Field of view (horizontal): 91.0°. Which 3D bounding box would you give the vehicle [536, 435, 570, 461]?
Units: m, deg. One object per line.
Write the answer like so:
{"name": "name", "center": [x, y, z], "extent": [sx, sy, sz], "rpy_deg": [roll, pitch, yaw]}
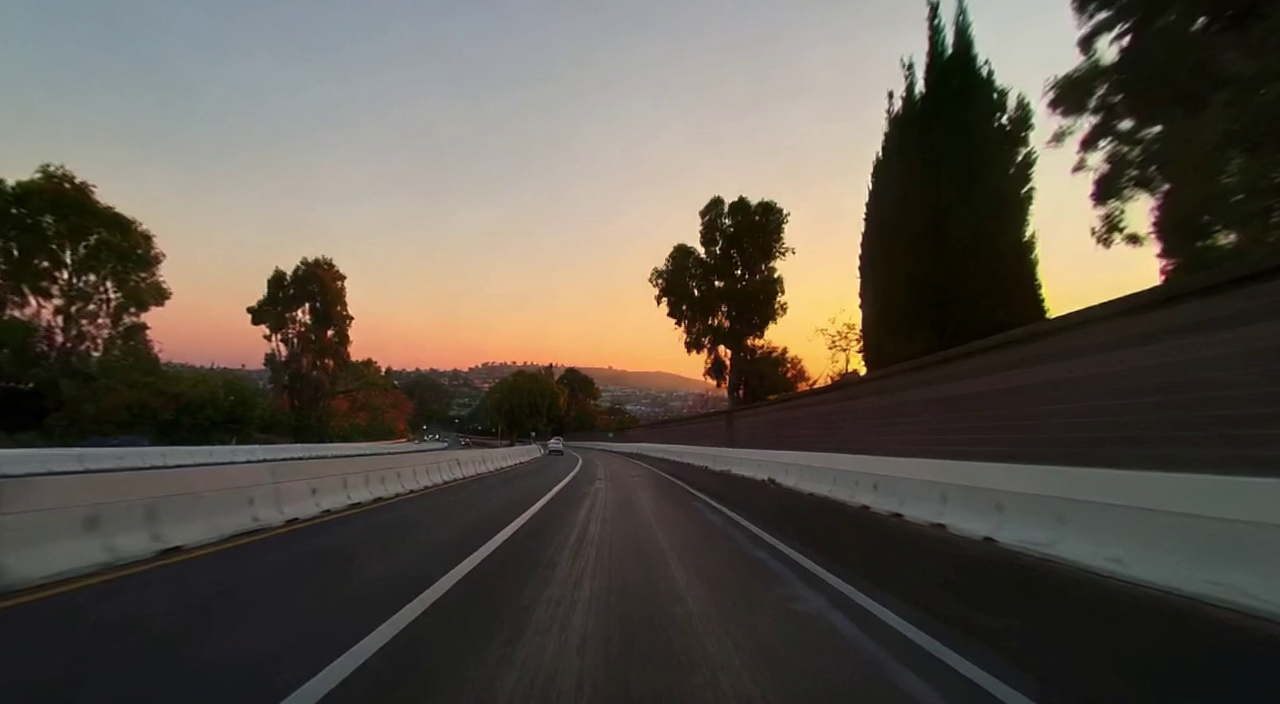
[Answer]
{"name": "vehicle", "center": [-6.675, 7.482, 48.993], "extent": [2.410, 1.873, 4.784], "rpy_deg": [0, -8, -5]}
